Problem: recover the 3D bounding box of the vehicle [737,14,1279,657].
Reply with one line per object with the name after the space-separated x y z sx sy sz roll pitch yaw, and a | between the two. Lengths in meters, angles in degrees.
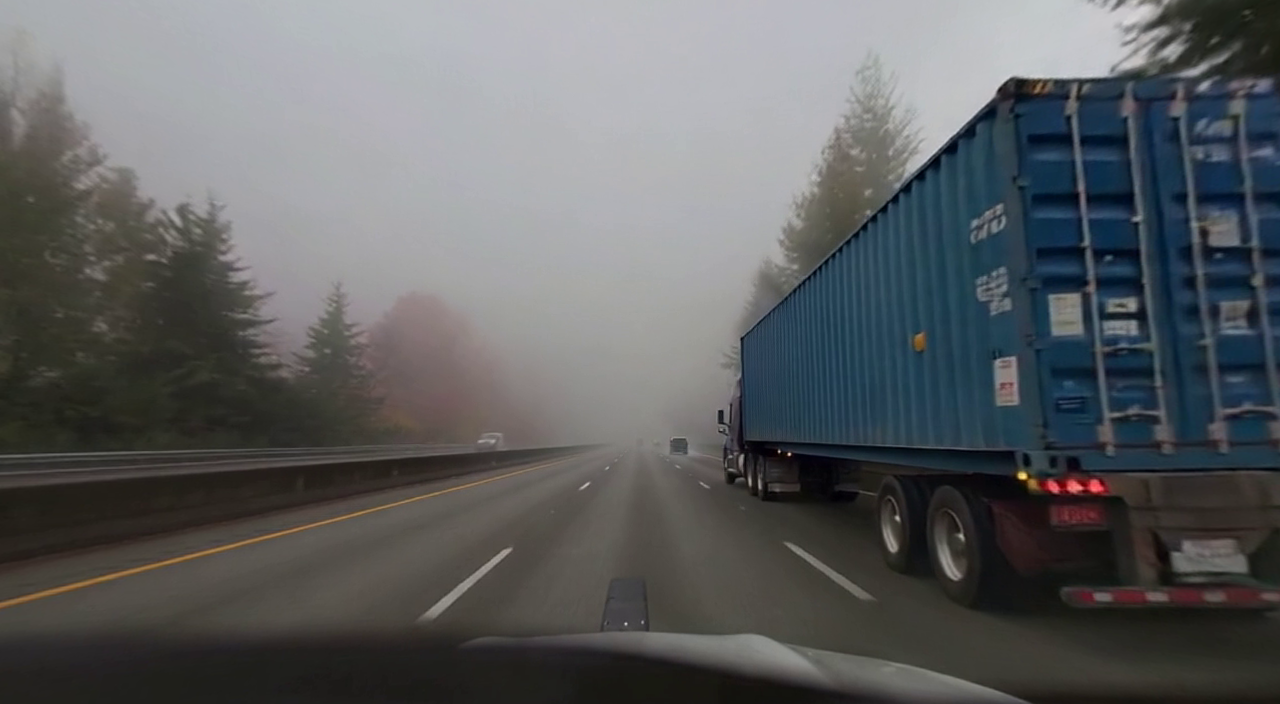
4.027 0.682 10.317 2.903 4.003 13.046 0 -8 1 | vehicle
